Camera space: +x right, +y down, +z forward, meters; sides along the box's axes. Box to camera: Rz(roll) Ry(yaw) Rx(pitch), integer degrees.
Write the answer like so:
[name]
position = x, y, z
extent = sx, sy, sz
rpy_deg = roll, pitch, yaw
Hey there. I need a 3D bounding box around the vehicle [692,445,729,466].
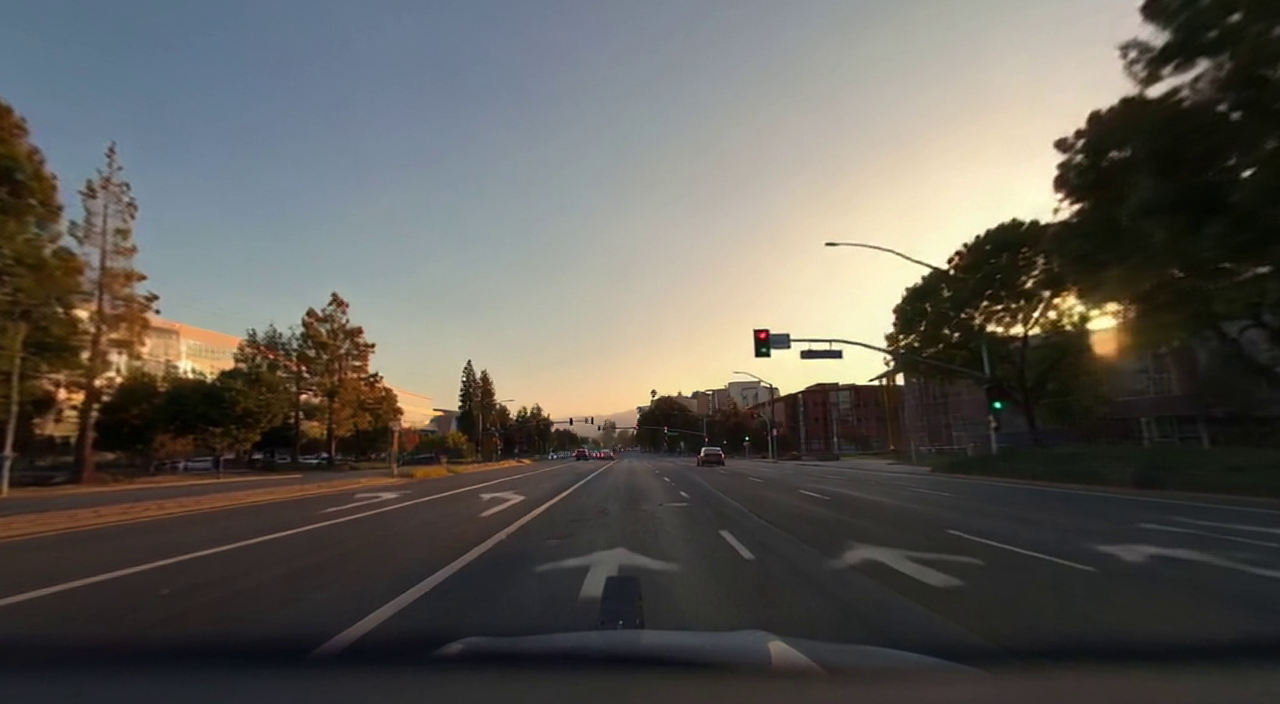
[vehicle]
position = 5.312, 7.913, 48.388
extent = 2.187, 1.475, 4.529
rpy_deg = 0, -9, -2
